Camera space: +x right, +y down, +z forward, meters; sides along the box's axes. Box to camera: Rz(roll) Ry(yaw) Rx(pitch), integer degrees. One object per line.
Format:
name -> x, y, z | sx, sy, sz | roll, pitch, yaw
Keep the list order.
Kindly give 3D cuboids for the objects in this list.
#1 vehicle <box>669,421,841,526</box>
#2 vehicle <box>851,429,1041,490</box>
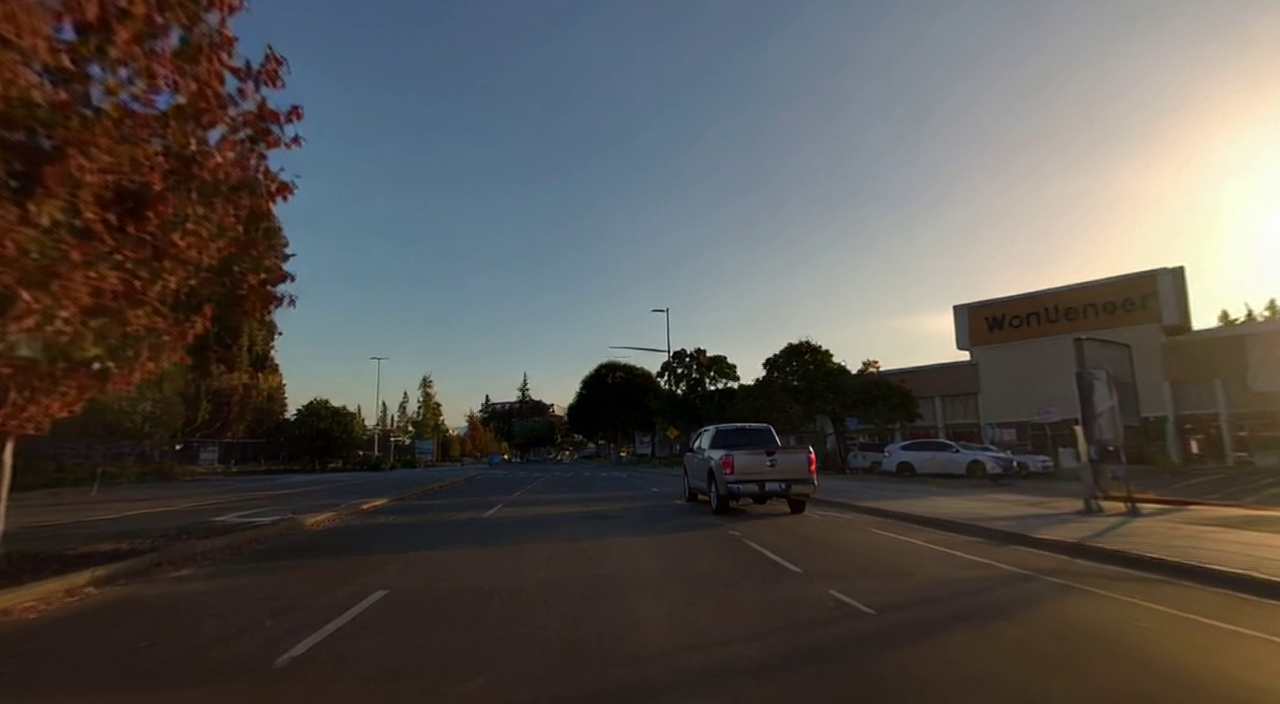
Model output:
vehicle -> 2.296, 2.680, 14.689 | 2.402, 1.922, 5.677 | 1, -8, -6
vehicle -> 14.107, 5.043, 29.483 | 7.551, 2.142, 2.896 | 5, -10, -5
